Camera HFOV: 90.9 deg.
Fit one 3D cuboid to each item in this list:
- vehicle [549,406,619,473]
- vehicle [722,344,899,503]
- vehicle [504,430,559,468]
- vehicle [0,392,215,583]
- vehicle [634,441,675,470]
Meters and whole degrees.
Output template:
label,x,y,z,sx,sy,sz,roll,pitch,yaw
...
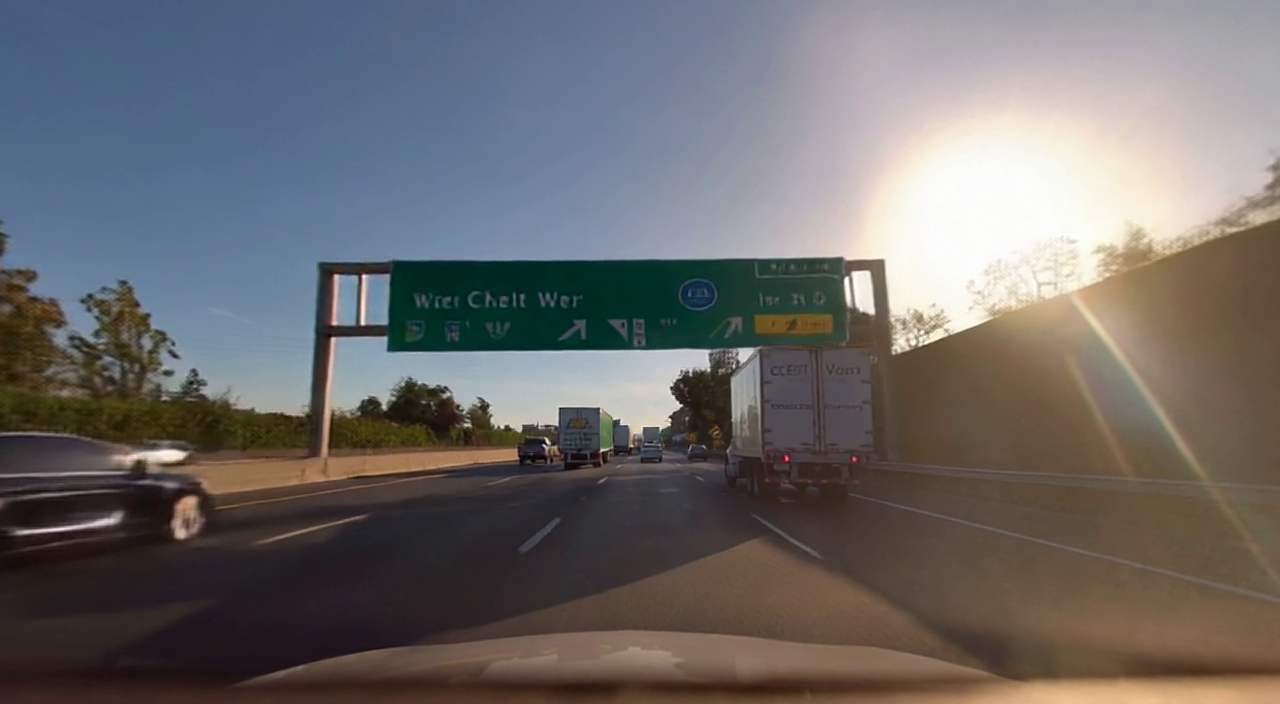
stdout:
label,x,y,z,sx,sy,sz,roll,pitch,yaw
vehicle,-2.751,4.684,33.596,2.745,3.156,7.608,0,-9,2
vehicle,4.224,2.113,17.691,2.895,3.484,7.631,0,-9,1
vehicle,-6.664,6.040,39.517,2.322,2.195,5.556,0,-9,2
vehicle,-7.385,1.381,6.533,2.272,1.850,5.156,0,-9,1
vehicle,0.791,5.602,34.321,2.105,1.502,4.068,0,-9,1
